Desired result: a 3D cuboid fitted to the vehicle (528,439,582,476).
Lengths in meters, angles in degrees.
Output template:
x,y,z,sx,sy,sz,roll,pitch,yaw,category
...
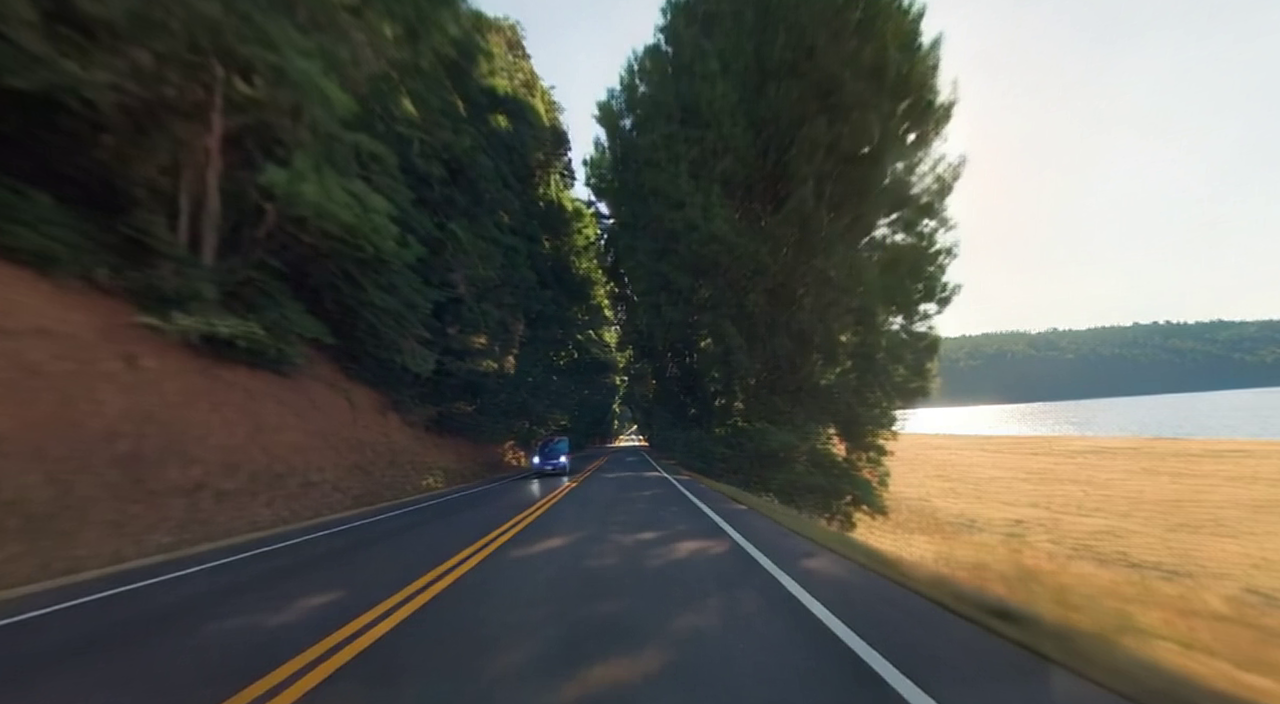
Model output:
x,y,z,sx,sy,sz,roll,pitch,yaw,category
-4.510,5.690,34.200,2.228,1.834,4.621,0,-9,0,vehicle
